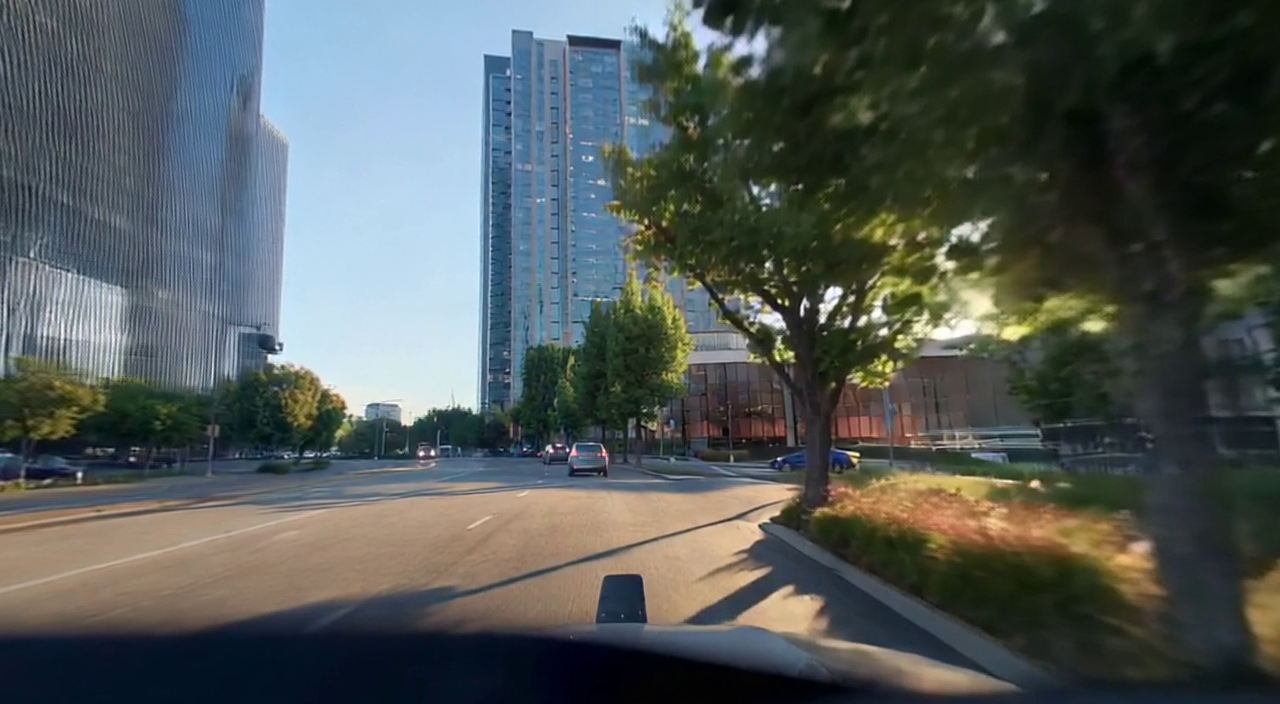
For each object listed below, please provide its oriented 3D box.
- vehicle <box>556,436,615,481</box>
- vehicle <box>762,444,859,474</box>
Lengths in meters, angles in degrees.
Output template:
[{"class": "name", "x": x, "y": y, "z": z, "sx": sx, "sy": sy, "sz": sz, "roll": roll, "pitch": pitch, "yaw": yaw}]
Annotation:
[{"class": "vehicle", "x": -2.219, "y": 4.304, "z": 25.778, "sx": 2.183, "sy": 1.675, "sz": 4.319, "roll": 1, "pitch": -8, "yaw": -5}, {"class": "vehicle", "x": 9.068, "y": 5.712, "z": 33.762, "sx": 4.645, "sy": 1.505, "sz": 2.100, "roll": 0, "pitch": -8, "yaw": 3}]
